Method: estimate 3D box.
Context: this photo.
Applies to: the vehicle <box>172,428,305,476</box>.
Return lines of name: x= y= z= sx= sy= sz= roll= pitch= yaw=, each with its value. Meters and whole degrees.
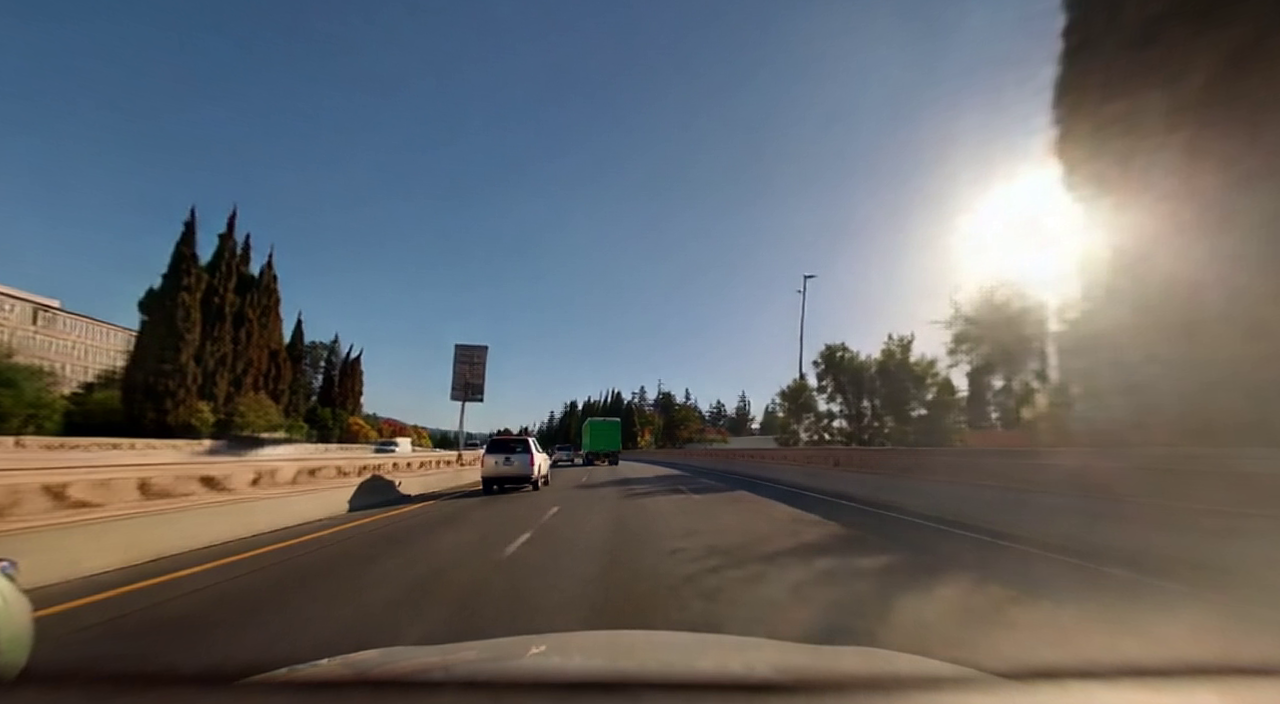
vehicle: x=-13.929 y=3.527 z=22.225 sx=1.953 sy=1.501 sz=4.268 roll=0 pitch=-9 yaw=-2

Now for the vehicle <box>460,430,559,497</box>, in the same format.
vehicle: x=-3.704 y=3.254 z=18.734 sx=2.041 sy=1.734 sz=4.391 roll=0 pitch=-9 yaw=-1
